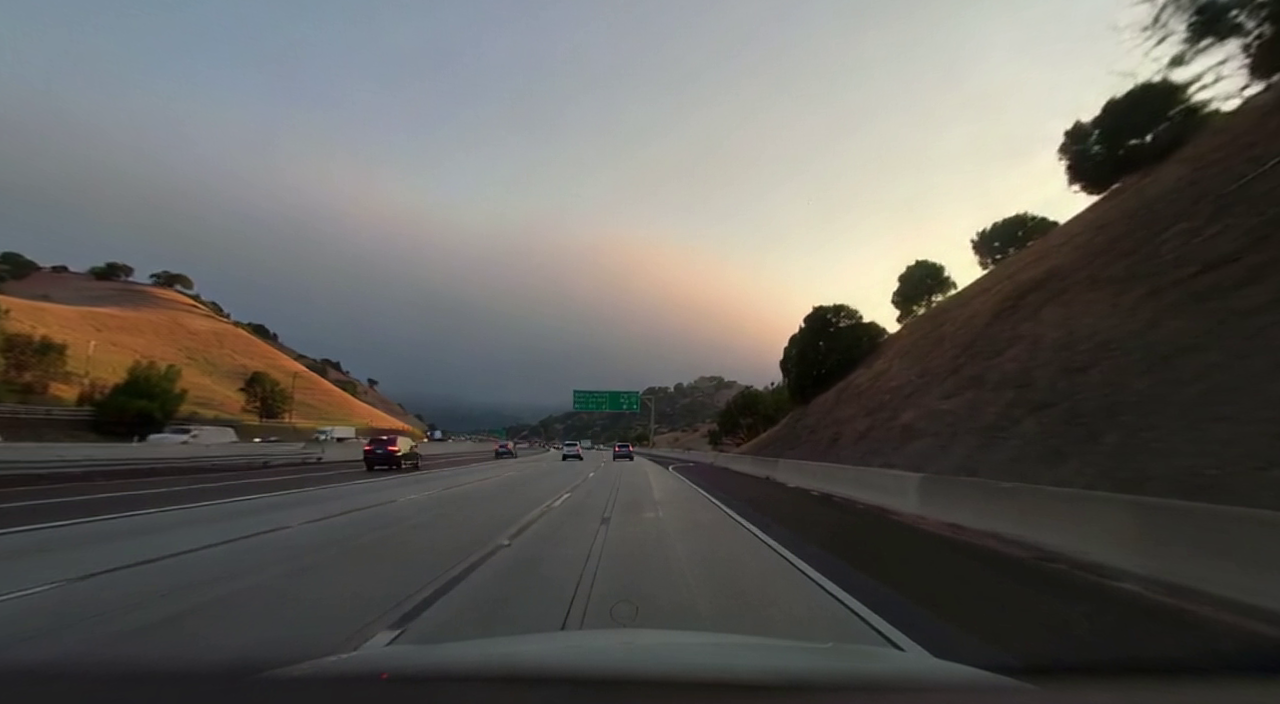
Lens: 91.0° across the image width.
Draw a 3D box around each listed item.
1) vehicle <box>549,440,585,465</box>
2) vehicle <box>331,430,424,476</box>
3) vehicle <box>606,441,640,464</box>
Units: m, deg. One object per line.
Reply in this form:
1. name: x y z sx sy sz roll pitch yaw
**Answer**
1. vehicle: -5.045 7.017 44.074 2.060 1.631 4.214 0 -9 -1
2. vehicle: -12.079 4.680 29.417 2.219 1.923 4.985 0 -9 -1
3. vehicle: -1.278 7.400 46.567 2.421 1.594 4.248 0 -9 -2
